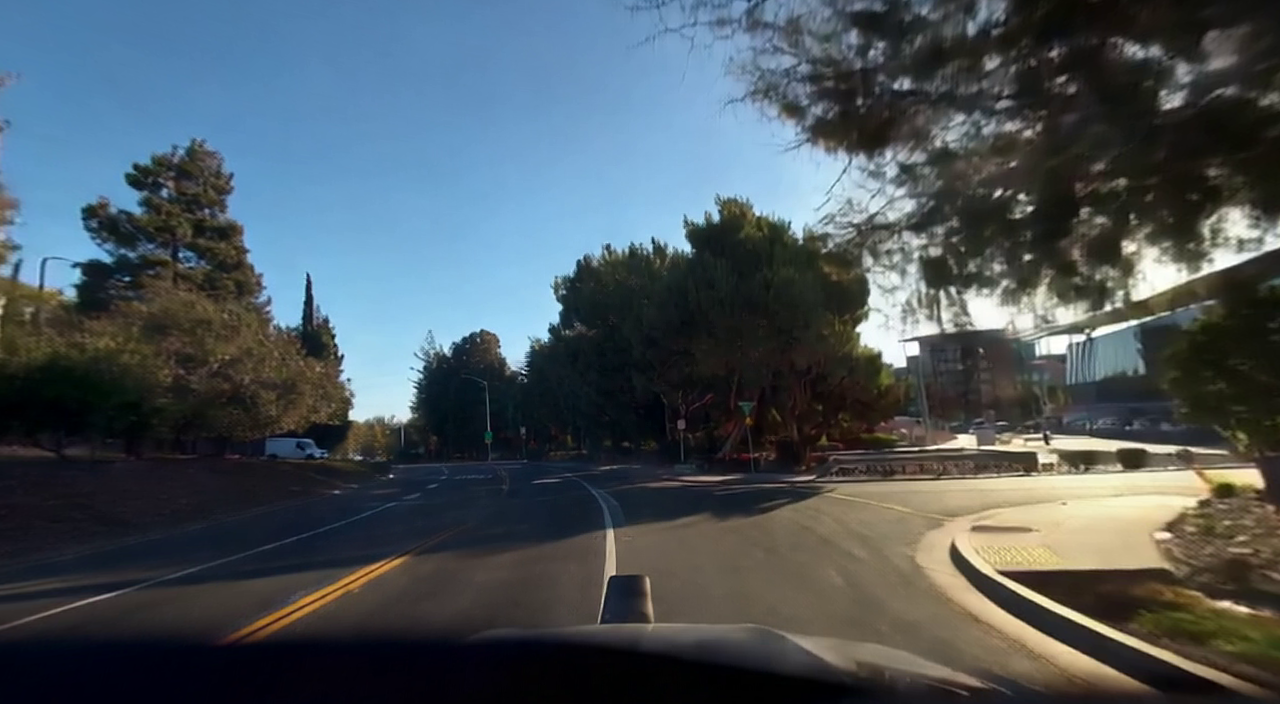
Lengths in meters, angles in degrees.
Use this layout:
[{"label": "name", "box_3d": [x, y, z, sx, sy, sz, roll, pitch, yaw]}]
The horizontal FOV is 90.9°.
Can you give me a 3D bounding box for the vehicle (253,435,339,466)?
[{"label": "vehicle", "box_3d": [-23.166, 6.647, 42.516, 4.699, 1.996, 2.116, -2, -9, 11]}]
